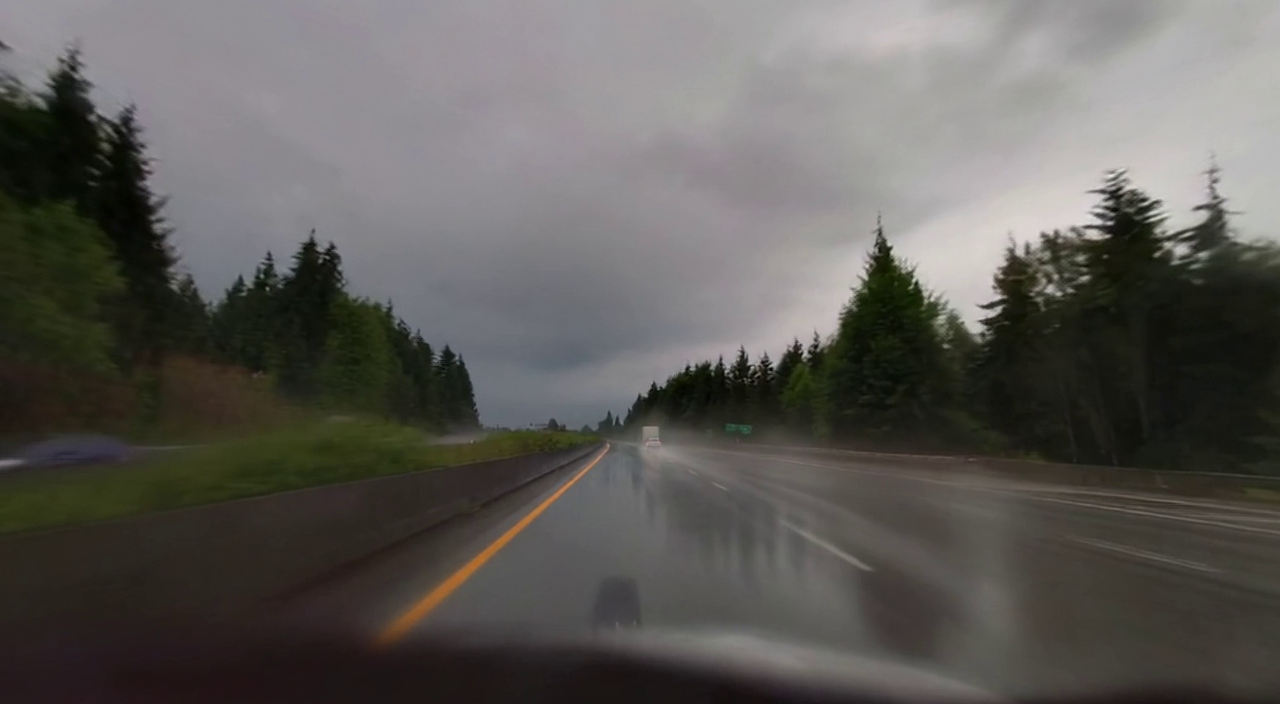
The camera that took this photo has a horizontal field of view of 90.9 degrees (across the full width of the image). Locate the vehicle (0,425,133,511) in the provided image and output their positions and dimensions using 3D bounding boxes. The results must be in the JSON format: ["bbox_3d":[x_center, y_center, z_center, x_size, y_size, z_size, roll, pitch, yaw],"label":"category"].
[{"bbox_3d":[-12.576,2.282,12.682,1.781,1.557,3.545,0,-8,-1],"label":"vehicle"}]
